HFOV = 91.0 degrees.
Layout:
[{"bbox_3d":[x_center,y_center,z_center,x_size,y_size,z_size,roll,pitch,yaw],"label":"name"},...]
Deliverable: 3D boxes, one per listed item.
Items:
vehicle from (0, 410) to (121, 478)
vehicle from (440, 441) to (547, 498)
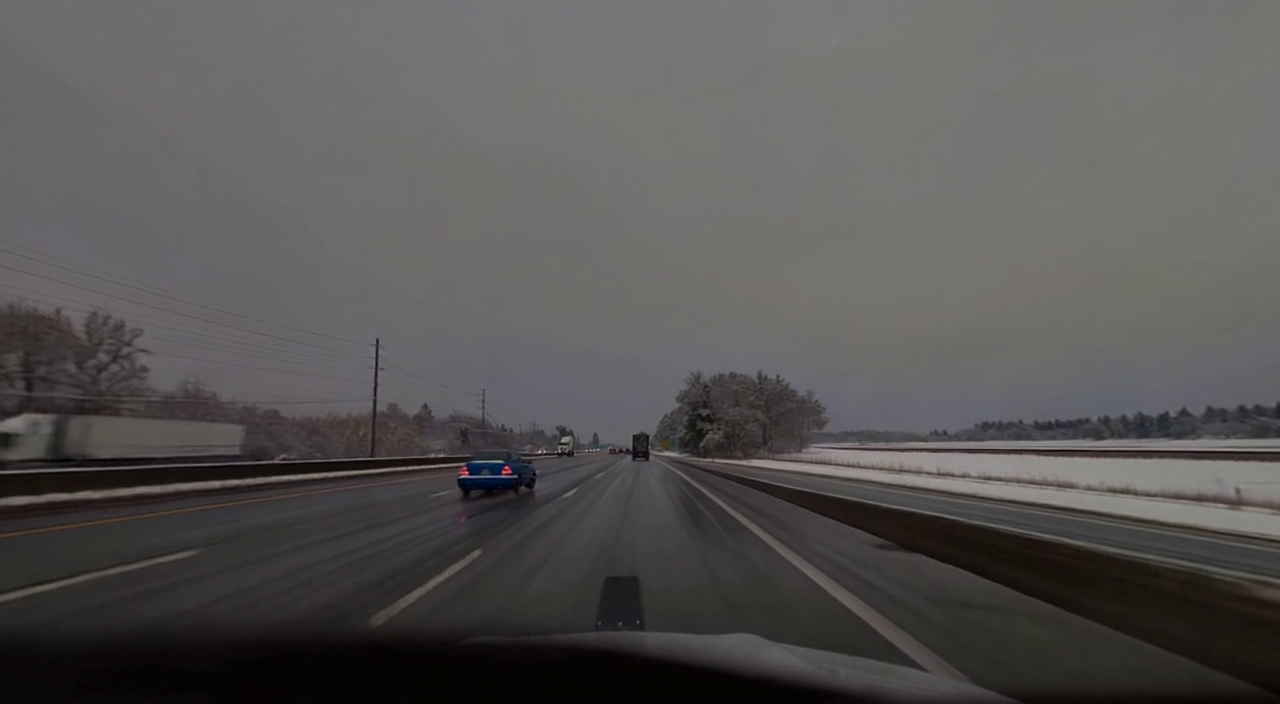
[{"bbox_3d":[-39.711,6.079,41.356,2.979,4.006,9.168,0,-9,2],"label":"vehicle"},{"bbox_3d":[-4.289,3.522,19.252,2.104,1.501,4.459,0,-9,1],"label":"vehicle"}]
